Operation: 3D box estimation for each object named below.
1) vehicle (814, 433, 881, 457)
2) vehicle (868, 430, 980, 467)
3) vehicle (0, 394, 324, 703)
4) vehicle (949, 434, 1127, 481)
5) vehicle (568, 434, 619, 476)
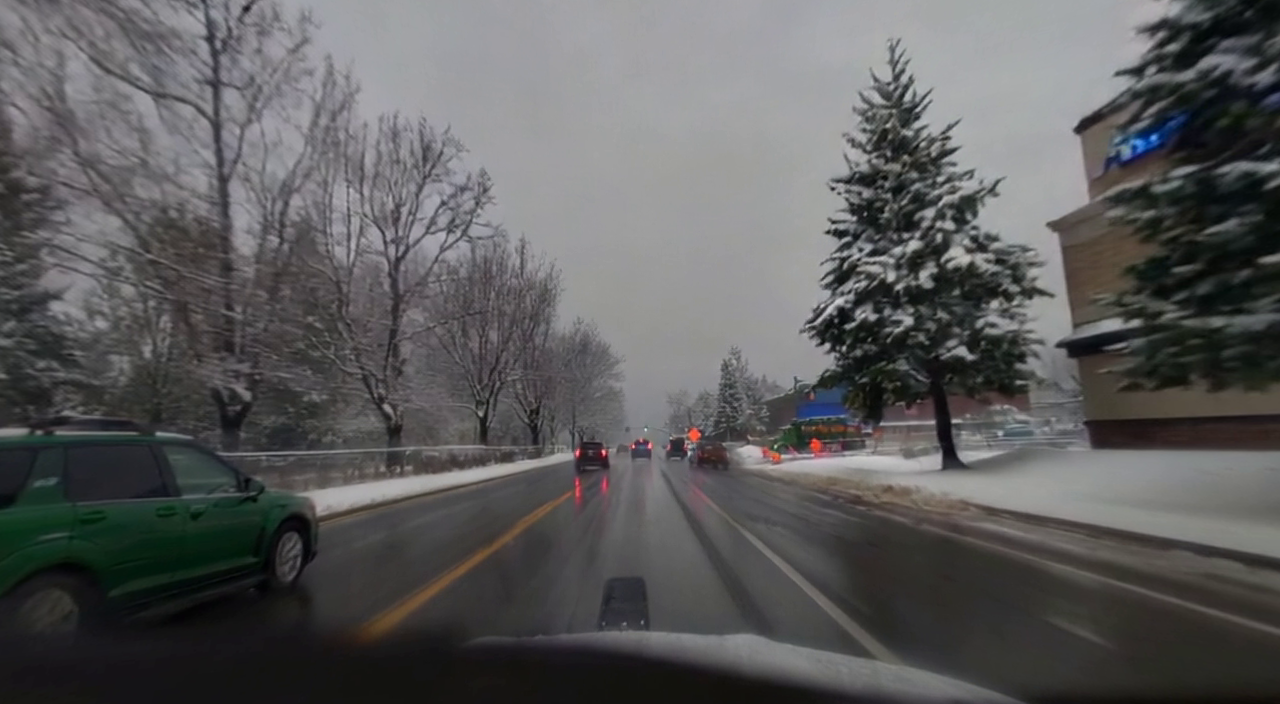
[{"bbox_3d":[15.871,7.126,48.348,1.874,1.694,4.535,7,-11,-39],"label":"vehicle"},{"bbox_3d":[13.956,4.737,31.106,4.804,1.695,2.055,-4,-9,26],"label":"vehicle"},{"bbox_3d":[-3.937,1.125,3.999,1.856,1.540,3.733,0,-8,1],"label":"vehicle"},{"bbox_3d":[13.453,3.577,21.705,4.835,1.458,1.934,-3,-9,23],"label":"vehicle"},{"bbox_3d":[-2.054,4.508,27.738,2.038,1.682,4.399,1,-8,-5],"label":"vehicle"}]
